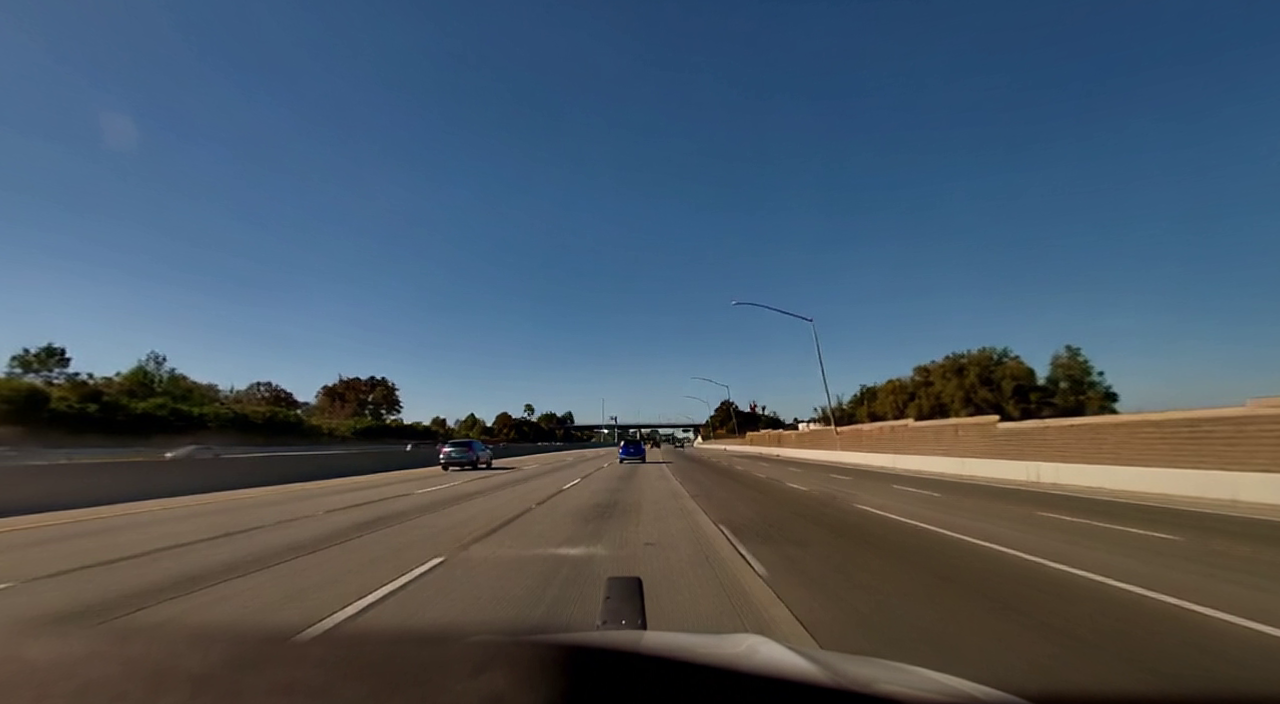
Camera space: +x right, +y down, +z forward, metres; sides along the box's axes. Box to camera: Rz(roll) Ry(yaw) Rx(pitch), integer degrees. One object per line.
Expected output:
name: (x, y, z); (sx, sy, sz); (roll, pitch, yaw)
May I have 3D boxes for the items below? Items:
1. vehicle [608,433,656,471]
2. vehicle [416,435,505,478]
vehicle: (-0.312, 4.795, 30.204); (2.155, 1.690, 4.318); (0, -9, 1)
vehicle: (-6.914, 4.076, 24.740); (1.994, 1.519, 4.668); (0, -9, 2)
